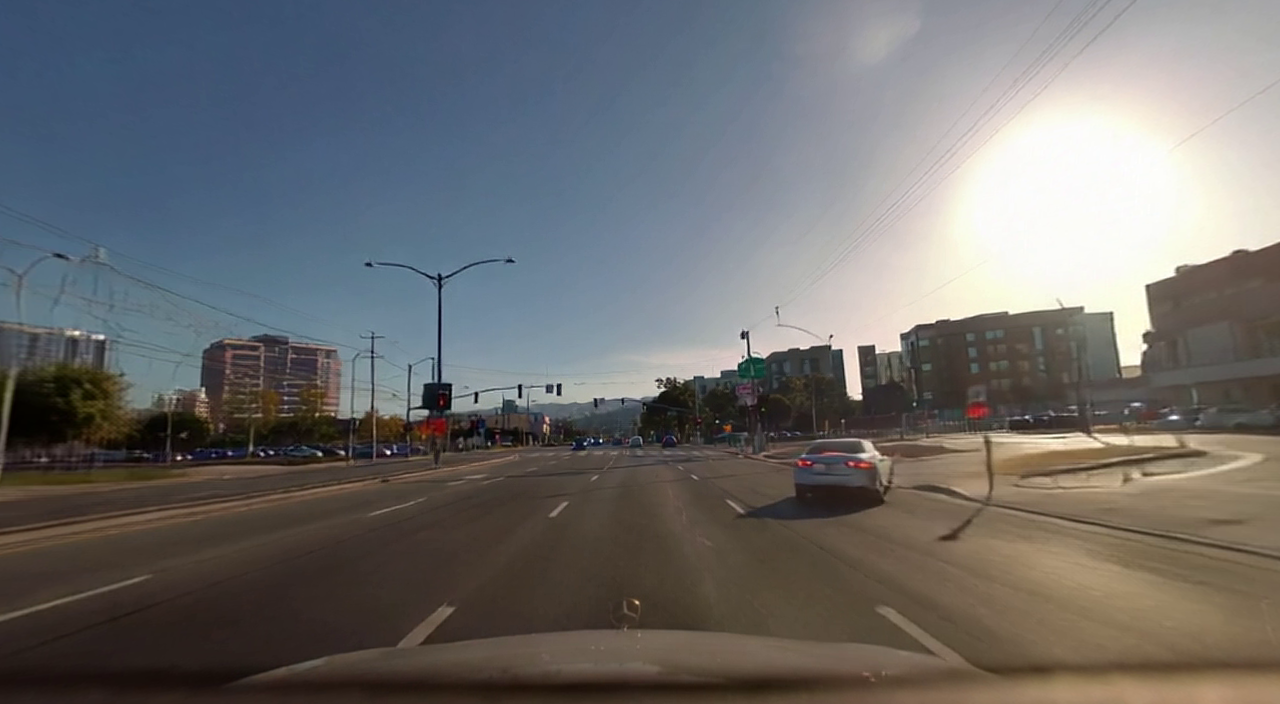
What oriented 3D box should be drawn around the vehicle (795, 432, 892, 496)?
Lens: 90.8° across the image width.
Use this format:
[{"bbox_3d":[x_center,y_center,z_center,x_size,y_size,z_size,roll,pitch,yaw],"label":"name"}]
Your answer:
[{"bbox_3d":[5.405,2.959,17.194,2.113,1.470,4.867,-2,-9,15],"label":"vehicle"}]
